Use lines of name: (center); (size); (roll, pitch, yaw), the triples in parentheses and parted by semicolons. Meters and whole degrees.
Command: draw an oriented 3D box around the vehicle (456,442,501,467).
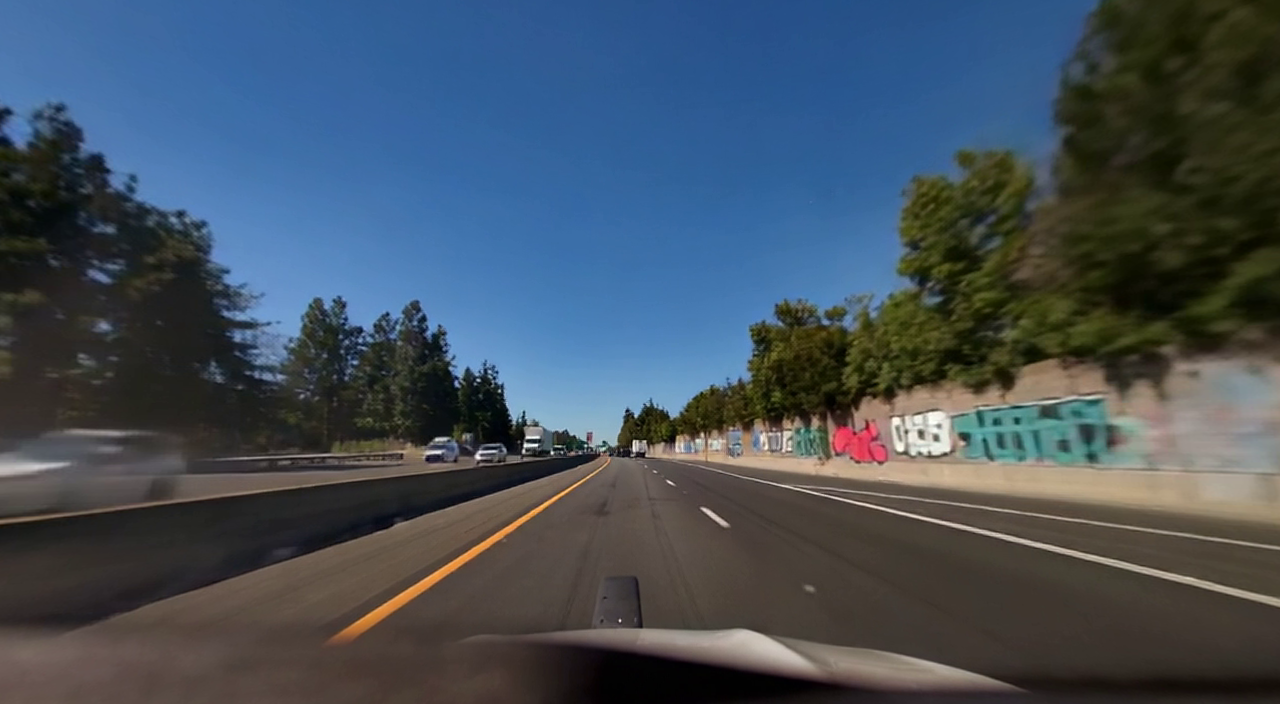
vehicle: (-10.089, 6.466, 39.527); (1.813, 1.466, 3.902); (0, -9, 0)

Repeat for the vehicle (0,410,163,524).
vehicle: (-9.362, 1.639, 9.028); (1.834, 1.482, 3.947); (0, -9, 0)
